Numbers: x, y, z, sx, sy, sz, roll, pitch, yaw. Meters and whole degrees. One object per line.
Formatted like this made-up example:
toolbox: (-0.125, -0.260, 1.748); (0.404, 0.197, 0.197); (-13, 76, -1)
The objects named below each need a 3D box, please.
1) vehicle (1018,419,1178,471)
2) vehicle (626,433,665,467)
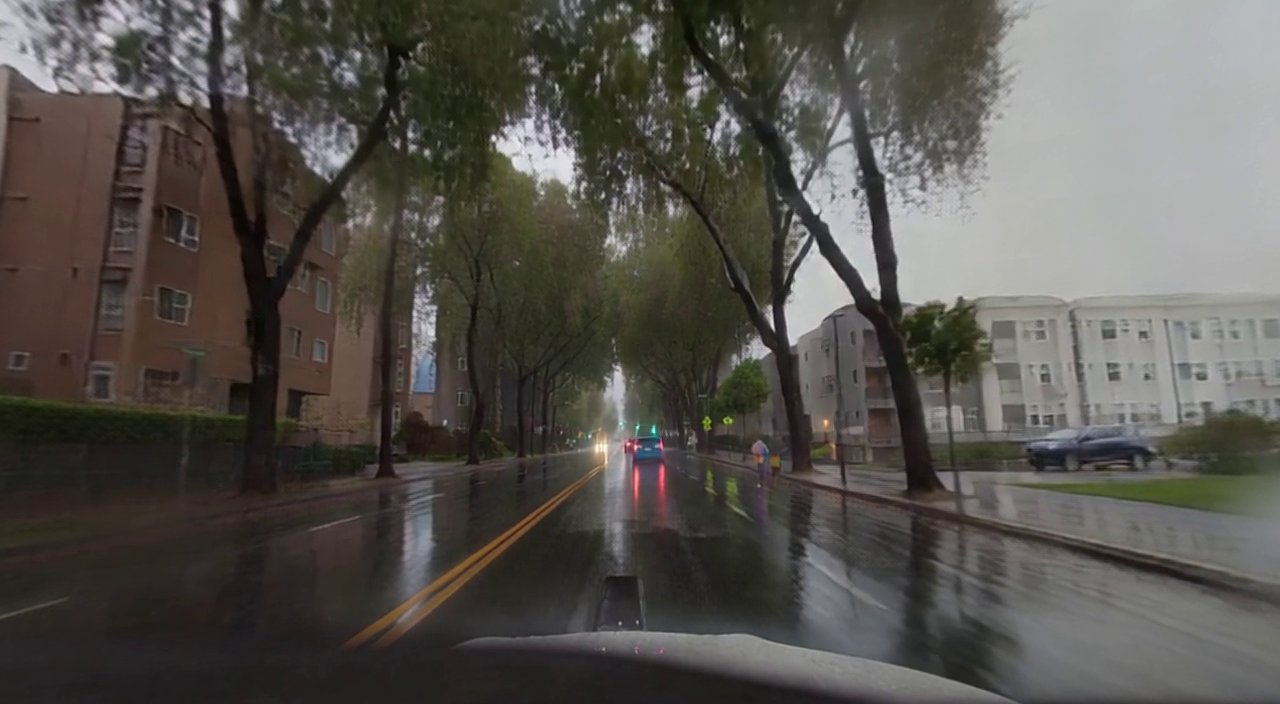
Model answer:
vehicle: (17.204, 3.526, 23.855); (4.237, 1.819, 2.245); (0, -9, 0)
vehicle: (0.274, 5.293, 34.119); (1.981, 1.703, 3.691); (0, -8, 0)
